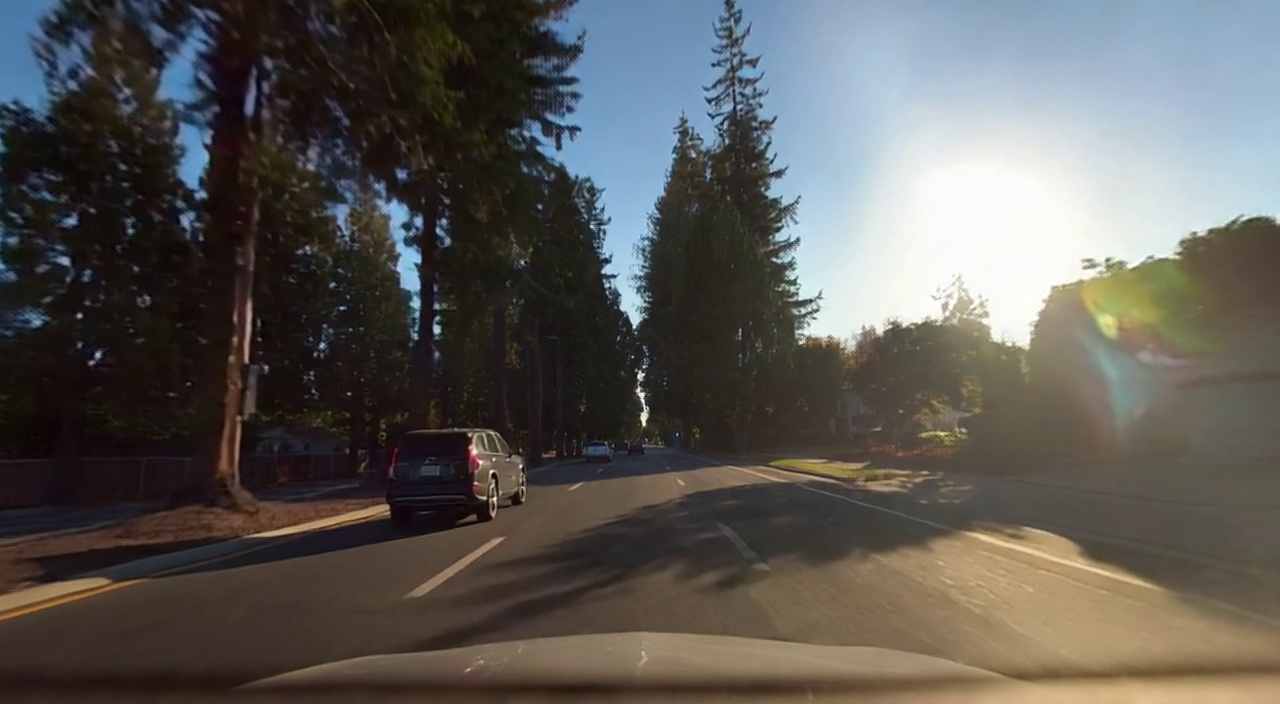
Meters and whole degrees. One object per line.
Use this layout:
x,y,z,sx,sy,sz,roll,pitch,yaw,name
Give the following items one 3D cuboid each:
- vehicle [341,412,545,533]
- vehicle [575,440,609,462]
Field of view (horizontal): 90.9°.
-3.126,2.043,11.260,2.058,1.671,4.704,0,-8,1,vehicle
-3.364,6.977,44.591,2.021,1.466,4.330,0,-8,1,vehicle
